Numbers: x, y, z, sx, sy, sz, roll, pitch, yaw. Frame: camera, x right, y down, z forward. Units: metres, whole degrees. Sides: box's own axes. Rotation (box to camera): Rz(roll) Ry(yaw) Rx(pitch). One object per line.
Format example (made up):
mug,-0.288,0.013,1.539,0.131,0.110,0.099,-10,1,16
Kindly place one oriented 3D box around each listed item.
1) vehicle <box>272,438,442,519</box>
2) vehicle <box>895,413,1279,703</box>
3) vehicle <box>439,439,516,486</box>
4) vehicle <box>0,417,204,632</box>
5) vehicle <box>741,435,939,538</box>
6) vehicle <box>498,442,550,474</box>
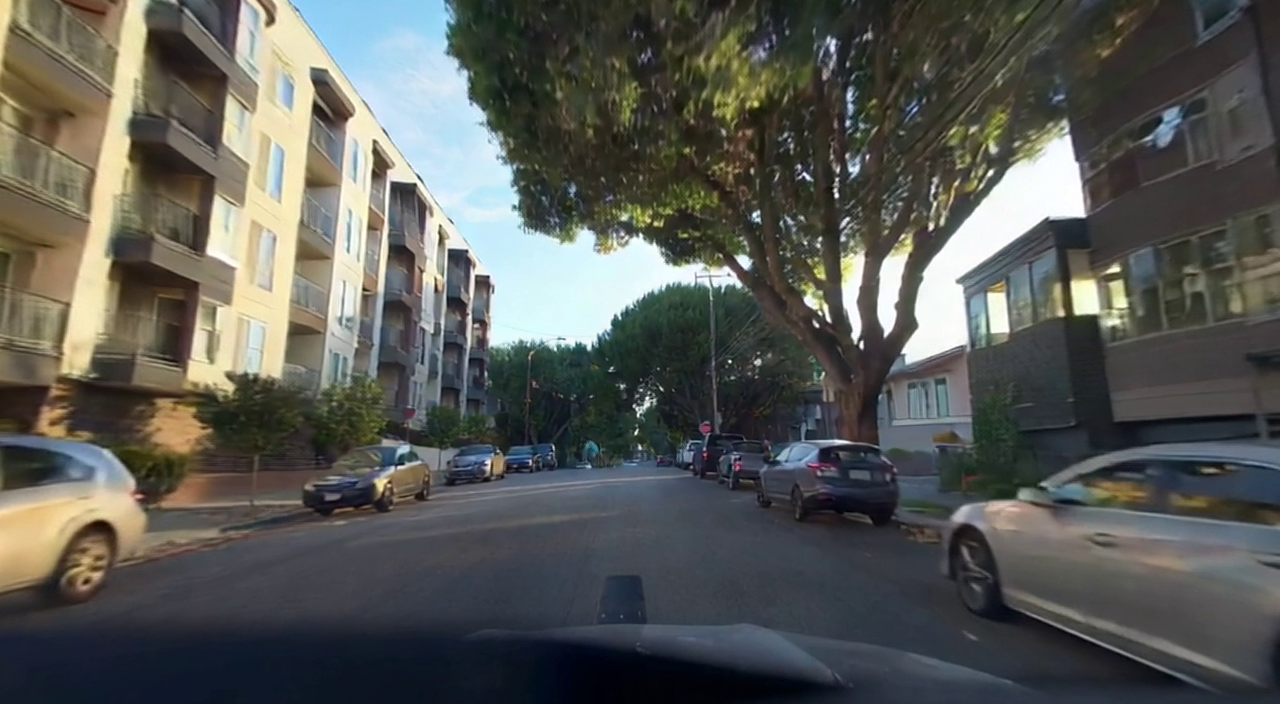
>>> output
vehicle,-6.477,2.911,15.140,2.100,1.640,4.341,0,-8,-1
vehicle,3.500,1.136,3.451,2.041,1.488,5.026,0,-8,-1
vehicle,-6.458,4.397,25.576,1.947,1.707,4.352,0,-8,0
vehicle,-6.241,1.423,5.244,2.023,1.740,4.567,0,-8,-1
vehicle,3.361,2.351,11.885,1.948,1.502,5.013,0,-8,-2
vehicle,-6.445,5.921,35.557,2.069,1.647,4.359,-1,-8,0
